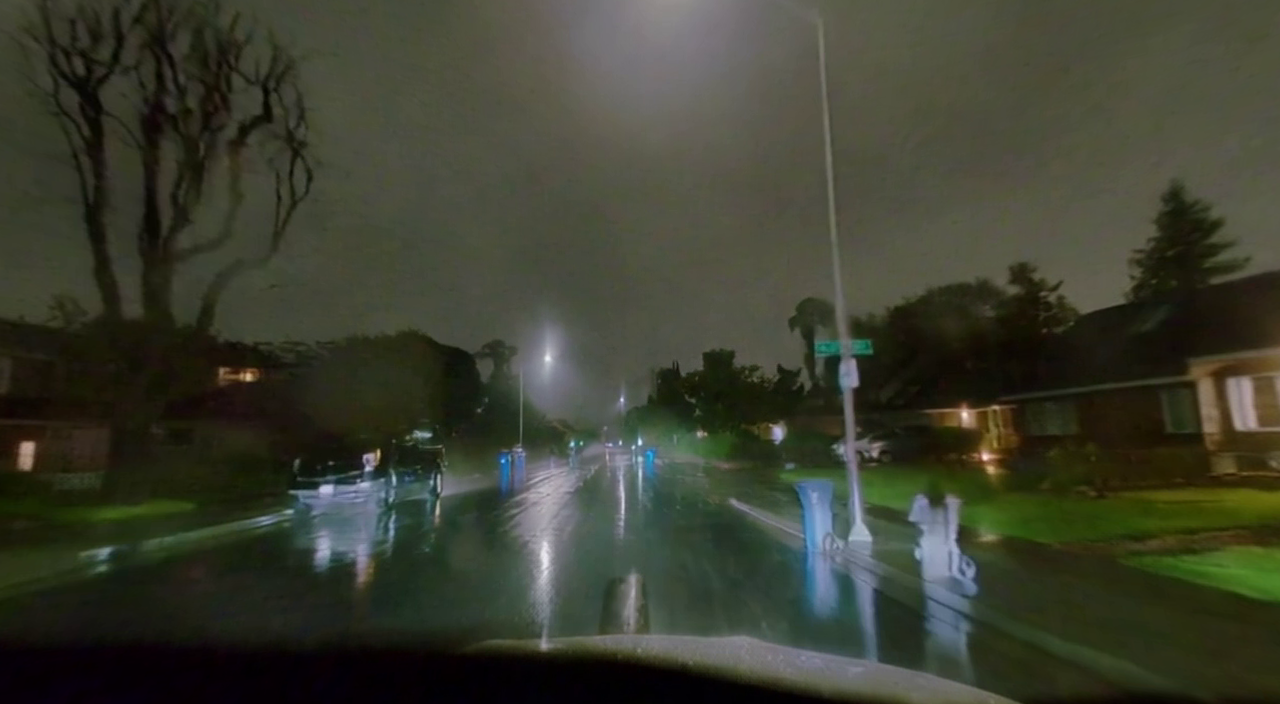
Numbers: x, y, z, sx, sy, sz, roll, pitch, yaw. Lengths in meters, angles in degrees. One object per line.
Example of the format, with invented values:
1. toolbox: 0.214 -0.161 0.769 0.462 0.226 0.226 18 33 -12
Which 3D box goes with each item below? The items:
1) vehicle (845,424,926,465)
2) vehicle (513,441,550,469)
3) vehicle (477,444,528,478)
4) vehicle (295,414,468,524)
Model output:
1. vehicle: 11.954 4.509 31.093 1.936 1.687 4.714 -4 -7 -1
2. vehicle: -8.181 7.758 47.810 2.169 1.871 4.762 -3 -7 -4
3. vehicle: -7.478 5.944 34.652 1.945 1.530 4.430 -4 -7 -4
4. vehicle: -6.686 2.961 17.291 2.223 2.115 5.707 5 -4 0
